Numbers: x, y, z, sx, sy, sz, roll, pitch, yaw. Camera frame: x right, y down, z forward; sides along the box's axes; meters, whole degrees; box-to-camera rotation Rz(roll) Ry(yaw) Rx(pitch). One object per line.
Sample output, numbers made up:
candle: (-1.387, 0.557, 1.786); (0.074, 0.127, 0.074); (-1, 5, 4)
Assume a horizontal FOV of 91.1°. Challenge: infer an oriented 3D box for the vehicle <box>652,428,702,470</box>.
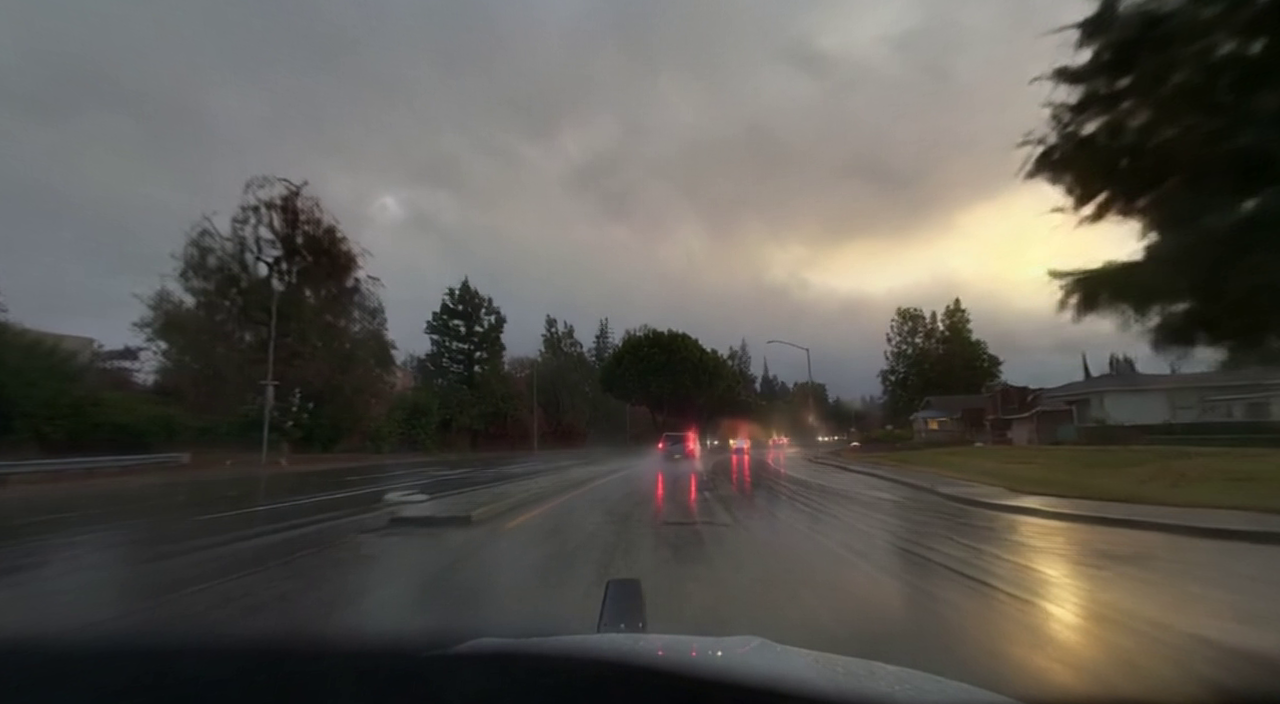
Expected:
vehicle: (1.973, 4.931, 32.018); (2.072, 2.002, 4.391); (-1, -8, 10)
